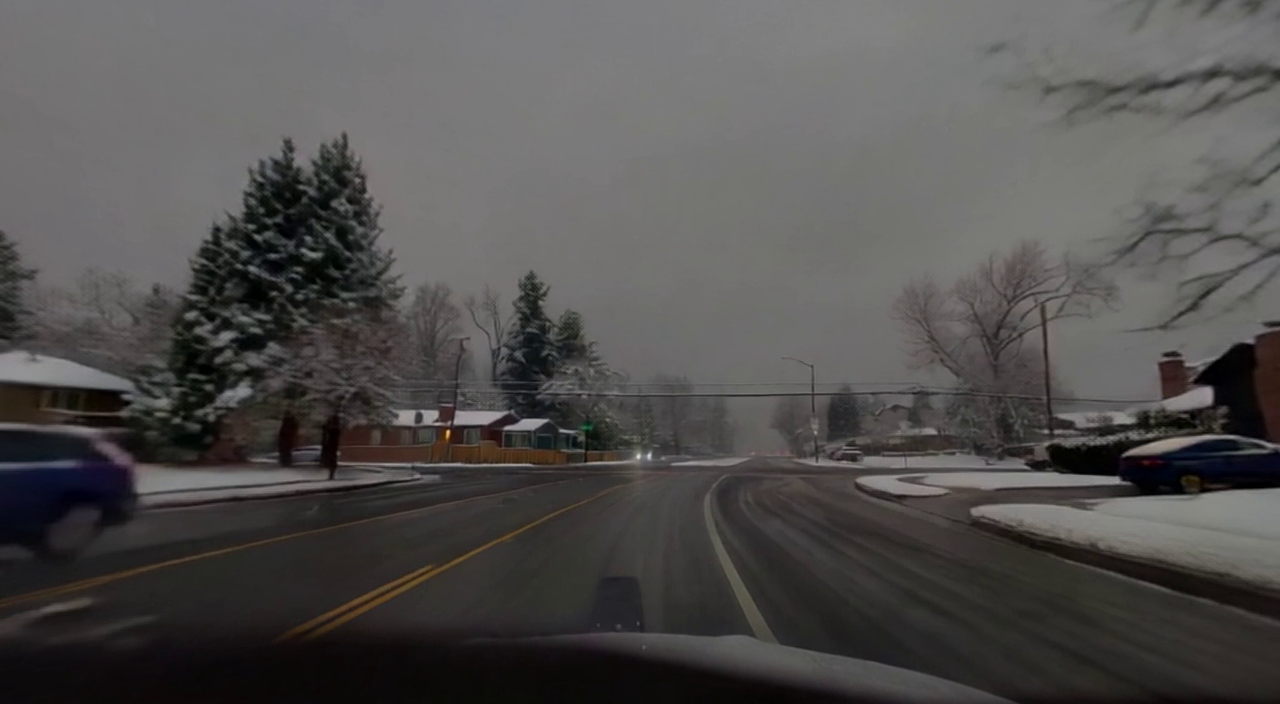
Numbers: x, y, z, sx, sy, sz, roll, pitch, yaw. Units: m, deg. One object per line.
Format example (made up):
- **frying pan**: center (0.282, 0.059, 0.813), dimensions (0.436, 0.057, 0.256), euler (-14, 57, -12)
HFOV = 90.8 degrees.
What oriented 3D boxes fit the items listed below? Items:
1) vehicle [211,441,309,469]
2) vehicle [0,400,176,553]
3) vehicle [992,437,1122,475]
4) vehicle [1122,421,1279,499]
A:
- **vehicle**: center (-26.979, 7.339, 44.955), dimensions (5.754, 1.892, 2.236), euler (-2, -9, 10)
- **vehicle**: center (-9.270, 1.586, 7.995), dimensions (2.272, 1.920, 5.737), euler (-1, -8, 2)
- **vehicle**: center (23.221, 5.825, 35.410), dimensions (5.484, 1.842, 2.188), euler (-4, -10, 11)
- **vehicle**: center (15.951, 2.704, 16.200), dimensions (5.073, 1.729, 2.161), euler (-6, -11, 12)
